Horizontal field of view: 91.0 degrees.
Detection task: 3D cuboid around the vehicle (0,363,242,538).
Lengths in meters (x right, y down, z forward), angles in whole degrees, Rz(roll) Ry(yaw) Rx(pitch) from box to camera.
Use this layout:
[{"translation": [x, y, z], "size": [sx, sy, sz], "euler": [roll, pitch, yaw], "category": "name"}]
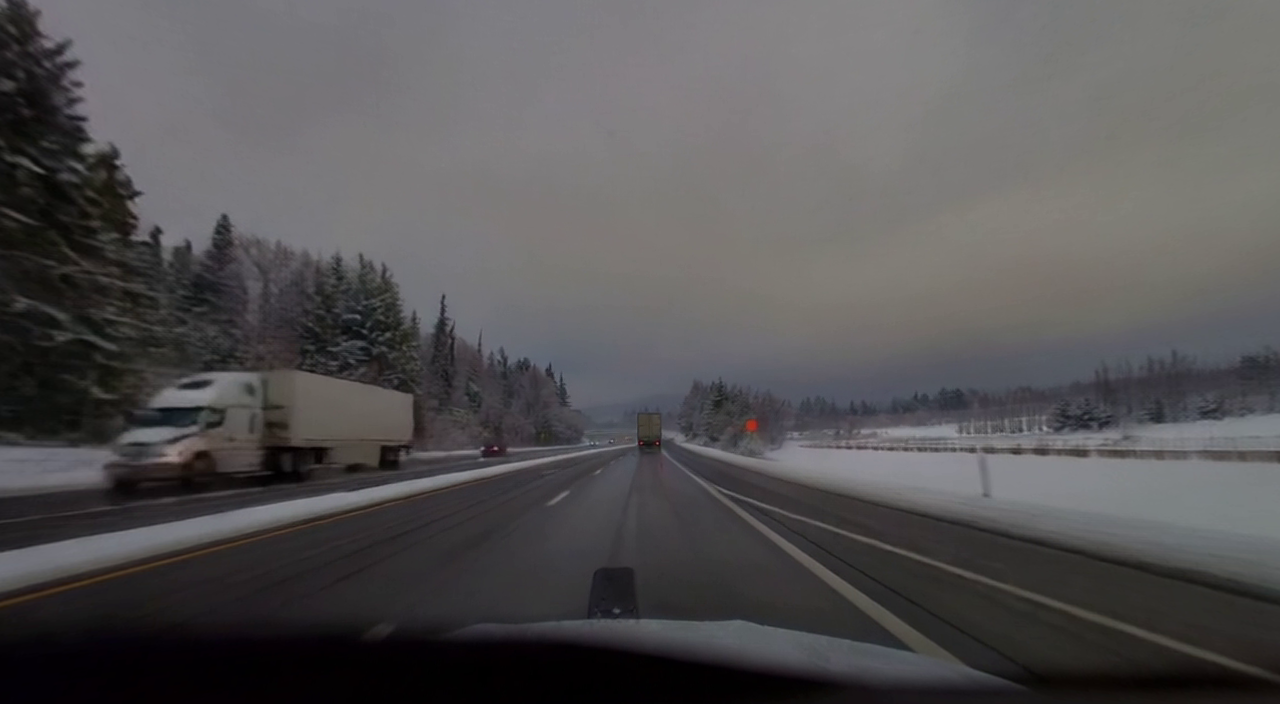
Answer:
[{"translation": [-10.009, 1.705, 11.009], "size": [2.304, 2.391, 5.779], "euler": [0, -8, 0], "category": "vehicle"}]
